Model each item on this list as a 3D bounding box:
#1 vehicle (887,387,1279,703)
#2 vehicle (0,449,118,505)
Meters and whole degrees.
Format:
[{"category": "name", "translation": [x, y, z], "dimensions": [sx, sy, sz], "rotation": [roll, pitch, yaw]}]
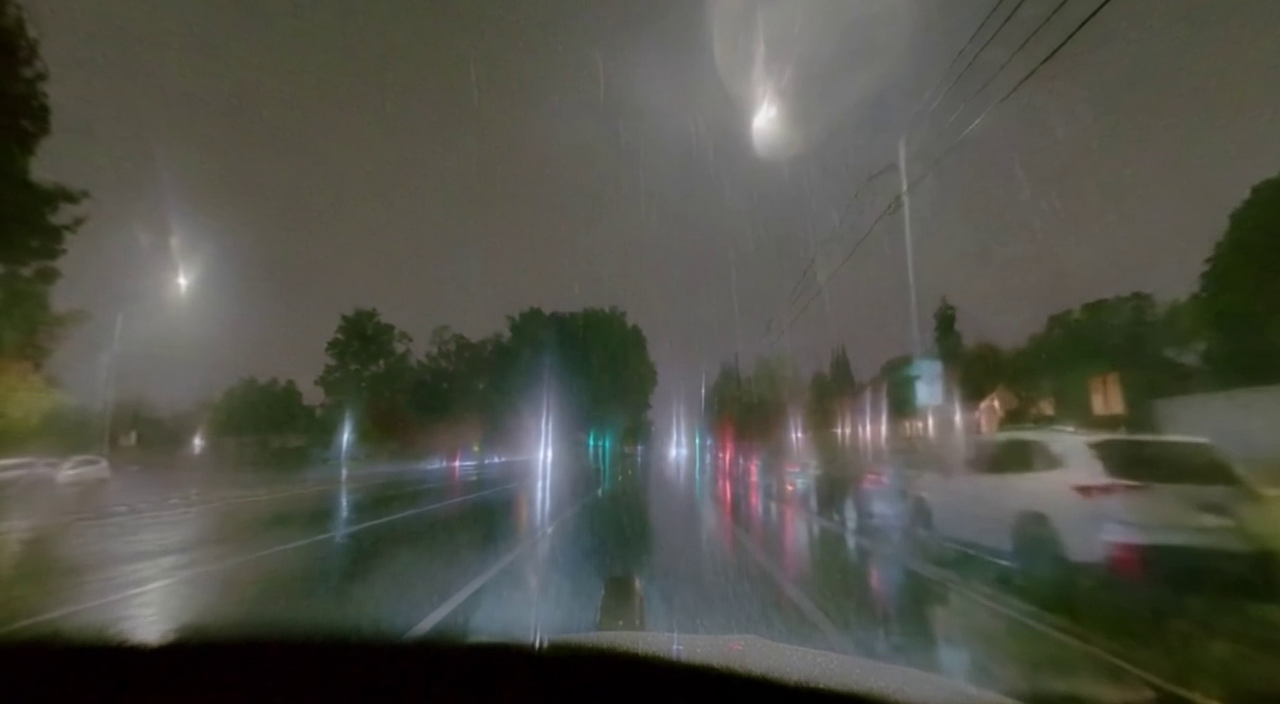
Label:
[{"category": "vehicle", "translation": [4.118, 1.345, 5.576], "dimensions": [1.957, 1.657, 4.452], "rotation": [0, -9, -2]}, {"category": "vehicle", "translation": [-23.128, 4.704, 24.134], "dimensions": [2.171, 1.745, 4.867], "rotation": [-2, -7, 1]}]
